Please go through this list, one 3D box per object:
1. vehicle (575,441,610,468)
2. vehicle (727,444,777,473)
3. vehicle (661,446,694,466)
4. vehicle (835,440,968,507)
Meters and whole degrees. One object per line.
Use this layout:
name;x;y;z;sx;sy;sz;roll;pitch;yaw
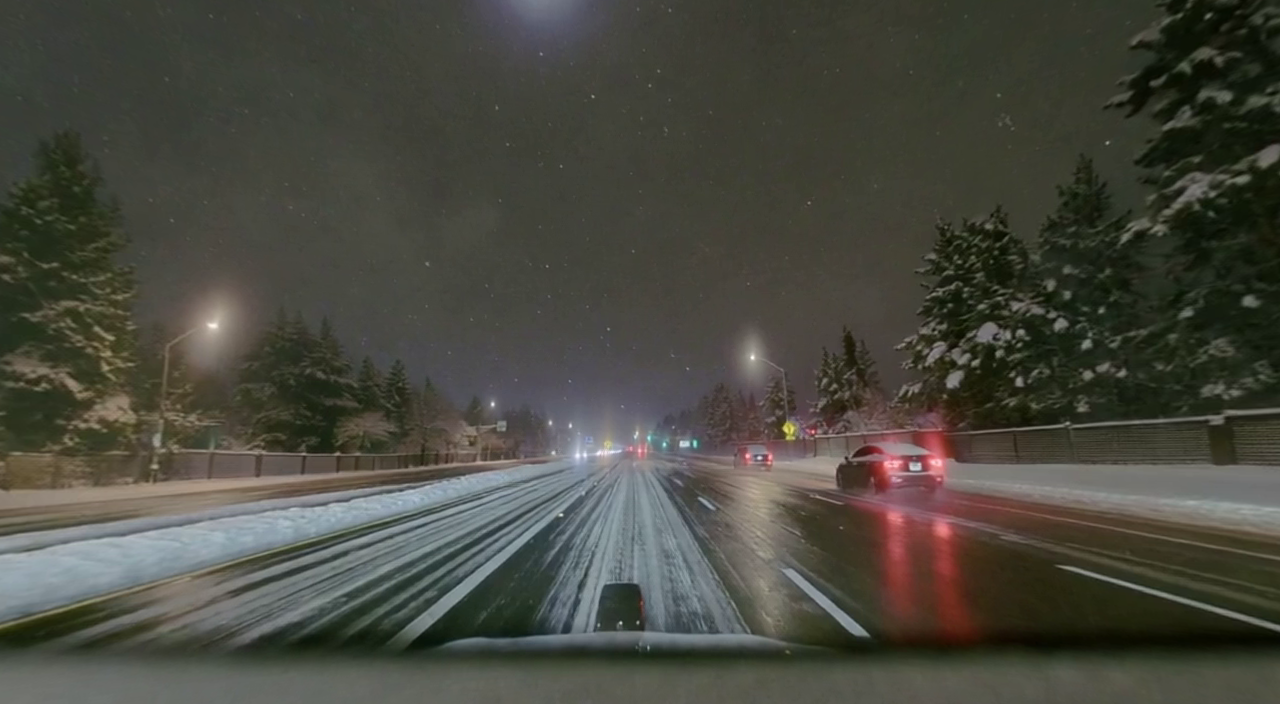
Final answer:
vehicle;-3.409;7.507;46.385;2.230;1.827;4.406;0;-8;0
vehicle;6.436;6.153;36.805;1.987;1.597;4.463;0;-8;-2
vehicle;2.905;8.156;49.692;2.109;1.495;4.474;0;-8;-2
vehicle;6.627;3.082;16.468;1.838;1.518;3.713;0;-8;0
